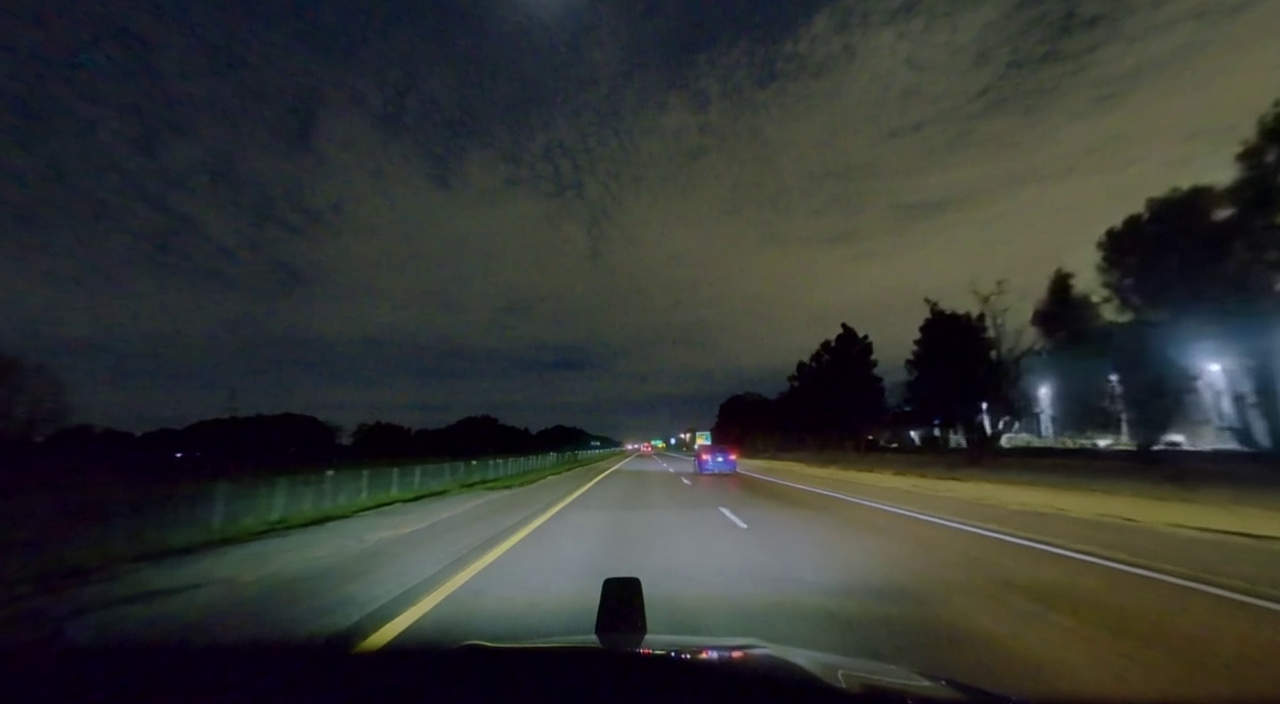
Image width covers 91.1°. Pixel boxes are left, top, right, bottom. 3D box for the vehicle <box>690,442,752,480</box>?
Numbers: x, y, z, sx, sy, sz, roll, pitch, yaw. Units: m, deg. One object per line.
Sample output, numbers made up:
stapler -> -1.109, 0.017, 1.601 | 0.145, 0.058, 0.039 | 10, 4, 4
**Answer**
vehicle -> 3.437, 4.708, 27.323 | 2.079, 1.531, 3.997 | 0, -9, -1
